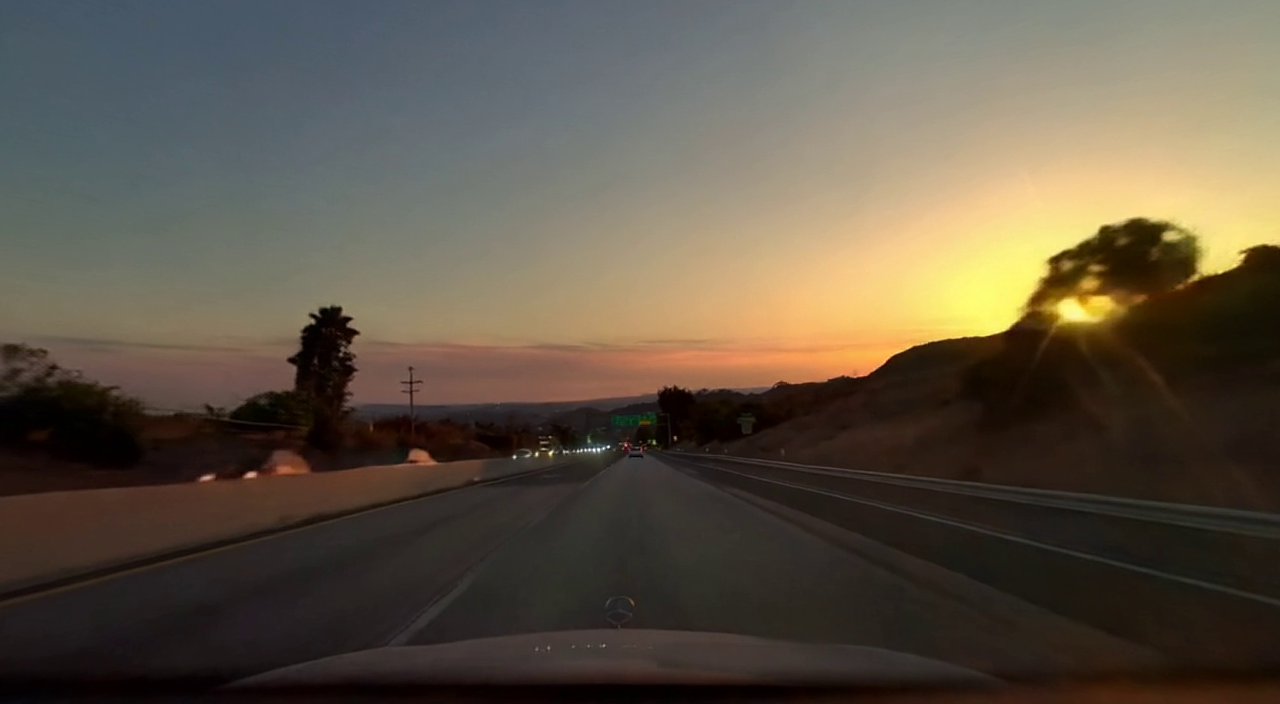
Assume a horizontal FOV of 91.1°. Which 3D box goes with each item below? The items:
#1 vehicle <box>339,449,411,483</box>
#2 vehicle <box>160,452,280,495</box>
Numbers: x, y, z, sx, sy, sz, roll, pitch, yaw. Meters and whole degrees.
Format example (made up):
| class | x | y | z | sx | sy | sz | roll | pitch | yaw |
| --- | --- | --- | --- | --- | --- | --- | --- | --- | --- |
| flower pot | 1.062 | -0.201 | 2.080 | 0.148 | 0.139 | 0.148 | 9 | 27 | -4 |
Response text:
| class | x | y | z | sx | sy | sz | roll | pitch | yaw |
| --- | --- | --- | --- | --- | --- | --- | --- | --- | --- |
| vehicle | -12.584 | 5.406 | 30.091 | 1.852 | 1.512 | 3.732 | 0 | -9 | -1 |
| vehicle | -16.802 | 4.827 | 25.433 | 1.866 | 1.560 | 4.266 | 0 | -9 | 0 |
